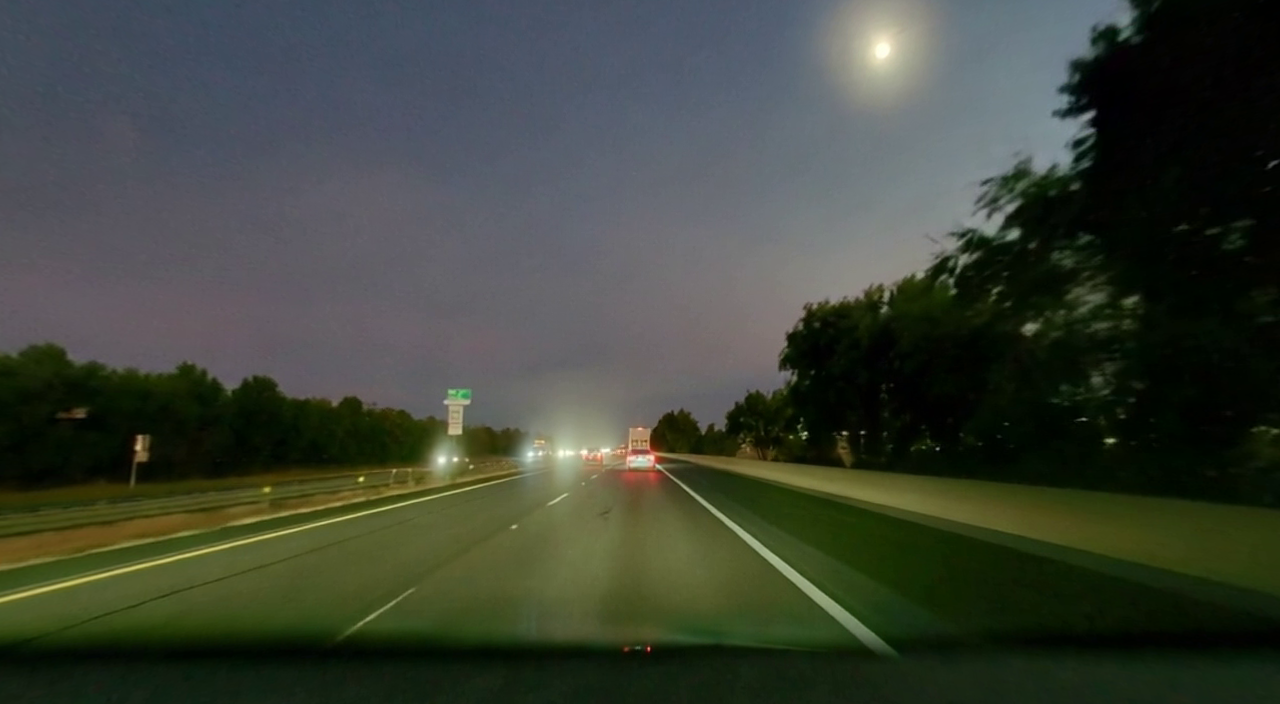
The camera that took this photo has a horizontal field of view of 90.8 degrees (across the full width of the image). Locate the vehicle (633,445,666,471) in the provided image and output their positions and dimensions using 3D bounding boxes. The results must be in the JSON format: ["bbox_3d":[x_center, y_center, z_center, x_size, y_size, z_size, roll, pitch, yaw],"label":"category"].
[{"bbox_3d":[0.570,6.903,41.307,1.992,1.593,3.937,0,-9,-1],"label":"vehicle"}]
